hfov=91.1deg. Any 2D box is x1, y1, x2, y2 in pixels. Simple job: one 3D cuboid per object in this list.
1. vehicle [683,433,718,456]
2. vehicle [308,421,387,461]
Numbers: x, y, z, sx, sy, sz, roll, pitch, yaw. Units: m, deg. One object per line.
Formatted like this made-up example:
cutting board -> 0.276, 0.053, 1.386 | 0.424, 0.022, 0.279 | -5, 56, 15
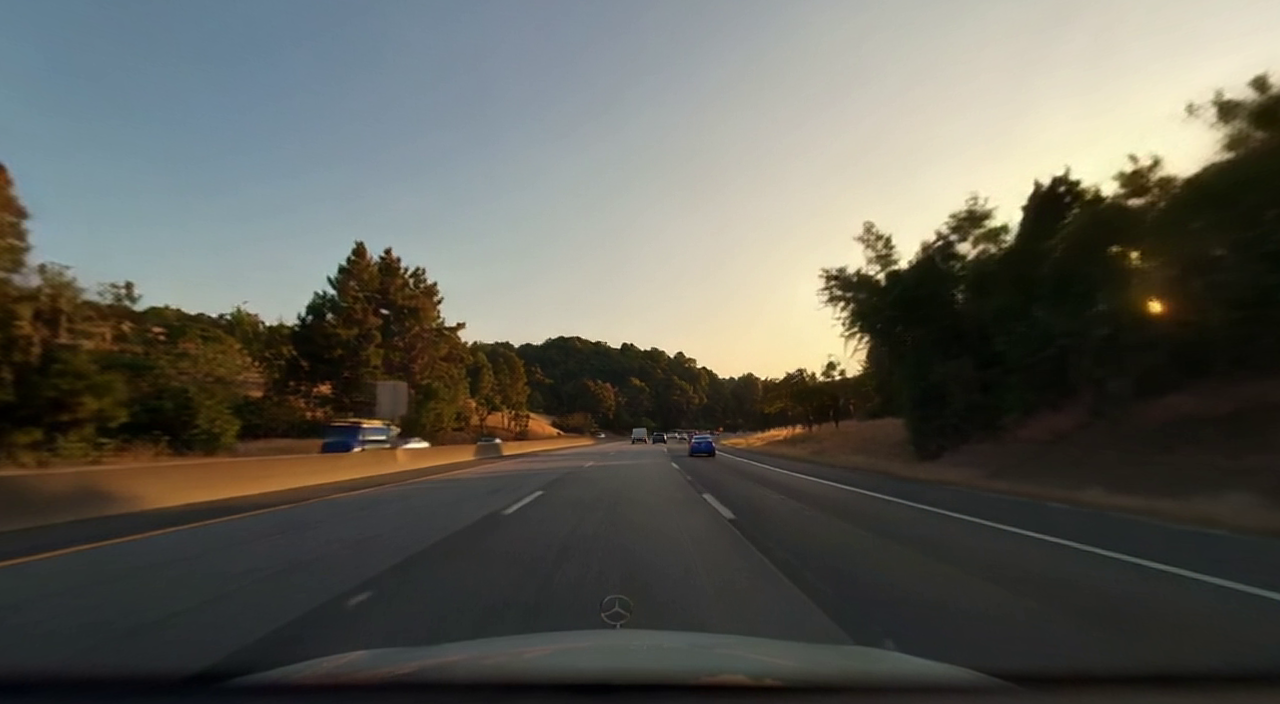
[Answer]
vehicle -> 4.067, 6.339, 43.167 | 1.982, 1.452, 4.294 | 0, -8, 0
vehicle -> -19.967, 6.108, 43.292 | 2.376, 2.574, 5.921 | 0, -8, 2
